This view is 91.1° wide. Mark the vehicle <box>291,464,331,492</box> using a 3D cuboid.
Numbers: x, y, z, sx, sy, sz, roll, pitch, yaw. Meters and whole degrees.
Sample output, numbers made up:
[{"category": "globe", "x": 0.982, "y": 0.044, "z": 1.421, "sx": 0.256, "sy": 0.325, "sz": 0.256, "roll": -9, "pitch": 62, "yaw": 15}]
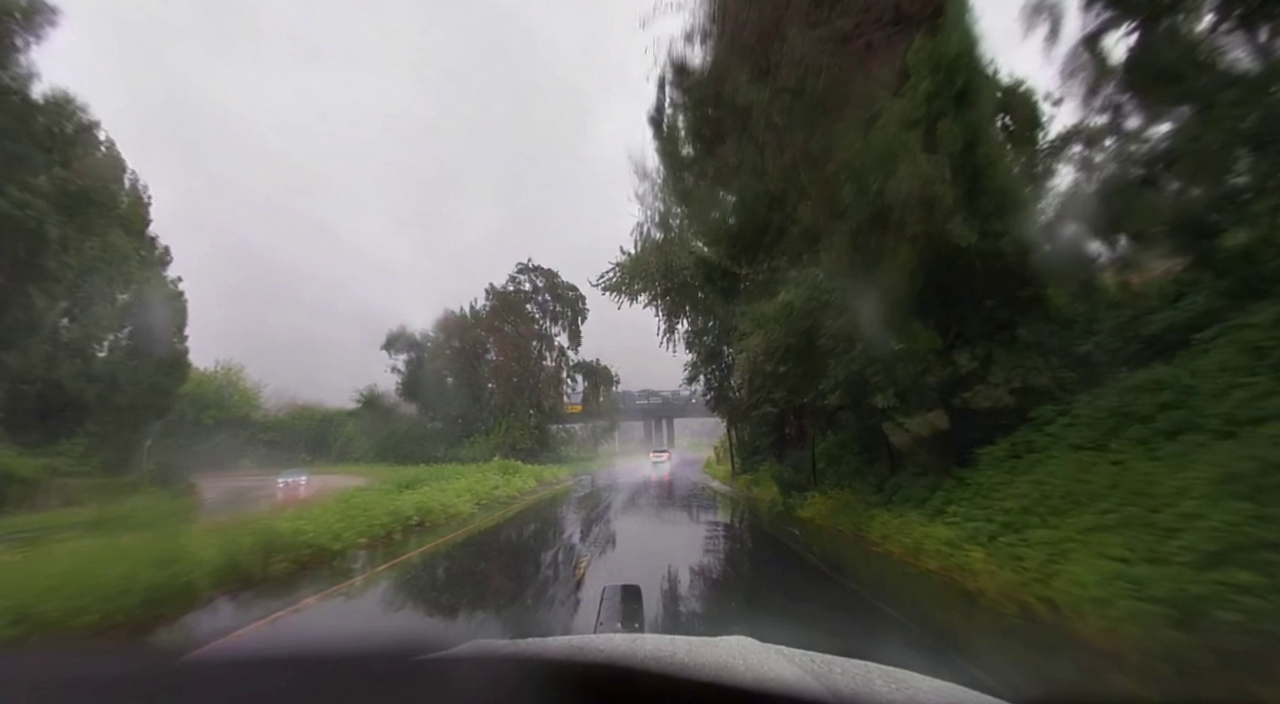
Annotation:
[{"category": "vehicle", "x": -21.683, "y": 8.264, "z": 41.350, "sx": 1.877, "sy": 1.603, "sz": 4.215, "roll": 5, "pitch": -10, "yaw": -33}]

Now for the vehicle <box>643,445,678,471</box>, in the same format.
[{"category": "vehicle", "x": 1.223, "y": 6.368, "z": 37.950, "sx": 1.980, "sy": 1.449, "sz": 3.650, "roll": -1, "pitch": -9, "yaw": 2}]
